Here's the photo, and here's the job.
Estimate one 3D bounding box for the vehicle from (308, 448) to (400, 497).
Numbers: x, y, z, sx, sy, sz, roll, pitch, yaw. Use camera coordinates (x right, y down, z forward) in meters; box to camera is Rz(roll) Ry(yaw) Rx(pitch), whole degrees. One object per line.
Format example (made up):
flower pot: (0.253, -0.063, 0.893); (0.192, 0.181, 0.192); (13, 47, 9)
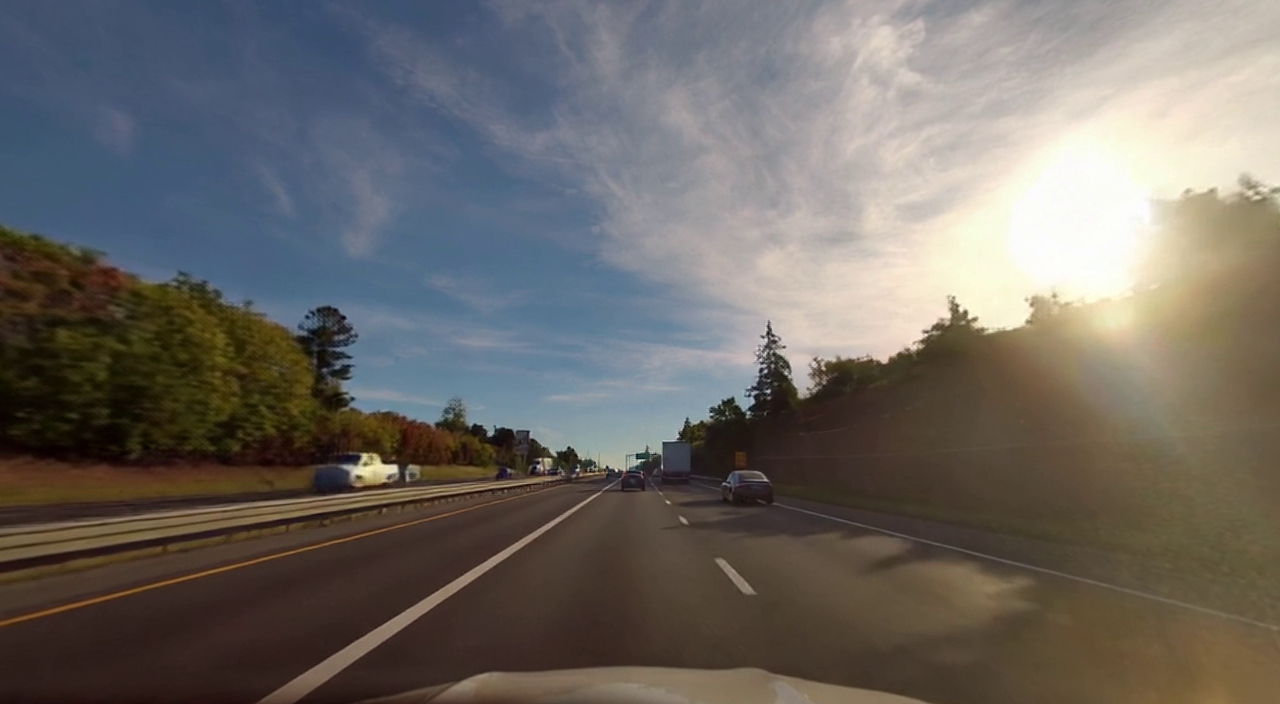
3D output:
vehicle: (-15.747, 6.680, 35.114); (2.326, 2.432, 5.777); (1, -10, 0)

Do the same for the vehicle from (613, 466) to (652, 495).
vehicle: (-0.411, 6.927, 34.150); (2.010, 1.436, 3.973); (1, -10, -1)

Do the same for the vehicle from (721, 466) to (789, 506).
vehicle: (4.665, 5.494, 26.164); (1.897, 1.476, 4.334); (1, -10, -2)
